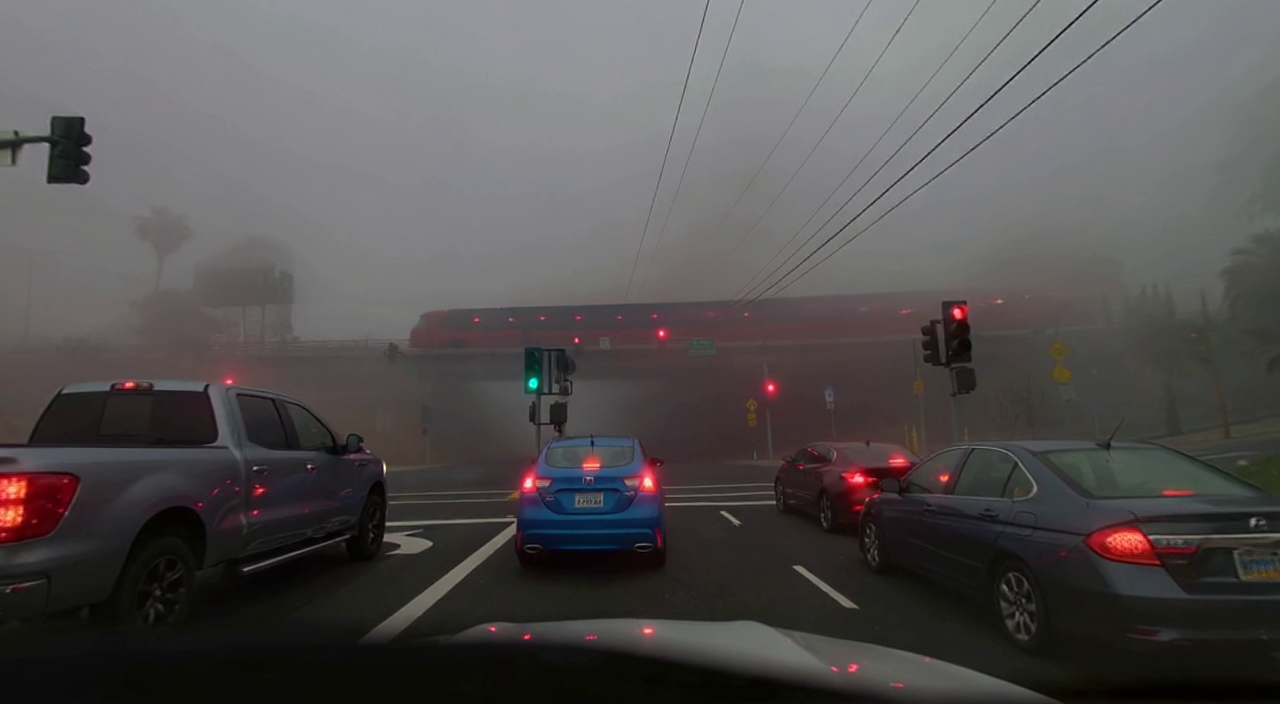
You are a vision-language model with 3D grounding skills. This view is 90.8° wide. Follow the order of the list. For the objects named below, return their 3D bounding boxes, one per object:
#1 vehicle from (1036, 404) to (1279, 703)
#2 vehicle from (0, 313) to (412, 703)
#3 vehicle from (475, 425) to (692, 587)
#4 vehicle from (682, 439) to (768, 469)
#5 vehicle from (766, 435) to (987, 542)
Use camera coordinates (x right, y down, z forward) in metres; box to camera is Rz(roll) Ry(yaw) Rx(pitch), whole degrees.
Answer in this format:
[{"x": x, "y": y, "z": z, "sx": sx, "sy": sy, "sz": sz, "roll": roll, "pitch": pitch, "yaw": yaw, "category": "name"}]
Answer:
[{"x": 3.888, "y": 0.892, "z": 2.190, "sx": 2.052, "sy": 1.496, "sz": 4.541, "roll": 0, "pitch": -9, "yaw": 0, "category": "vehicle"}, {"x": -3.805, "y": 1.102, "z": 4.939, "sx": 2.078, "sy": 1.838, "sz": 5.448, "roll": 0, "pitch": -9, "yaw": -1, "category": "vehicle"}, {"x": -0.627, "y": 1.754, "z": 8.053, "sx": 2.035, "sy": 1.491, "sz": 4.090, "roll": 0, "pitch": -9, "yaw": -3, "category": "vehicle"}, {"x": 4.215, "y": 5.139, "z": 31.968, "sx": 1.878, "sy": 1.428, "sz": 4.416, "roll": 5, "pitch": -10, "yaw": -32, "category": "vehicle"}, {"x": 3.700, "y": 2.217, "z": 10.963, "sx": 1.965, "sy": 1.448, "sz": 4.486, "roll": 0, "pitch": -9, "yaw": -2, "category": "vehicle"}]
